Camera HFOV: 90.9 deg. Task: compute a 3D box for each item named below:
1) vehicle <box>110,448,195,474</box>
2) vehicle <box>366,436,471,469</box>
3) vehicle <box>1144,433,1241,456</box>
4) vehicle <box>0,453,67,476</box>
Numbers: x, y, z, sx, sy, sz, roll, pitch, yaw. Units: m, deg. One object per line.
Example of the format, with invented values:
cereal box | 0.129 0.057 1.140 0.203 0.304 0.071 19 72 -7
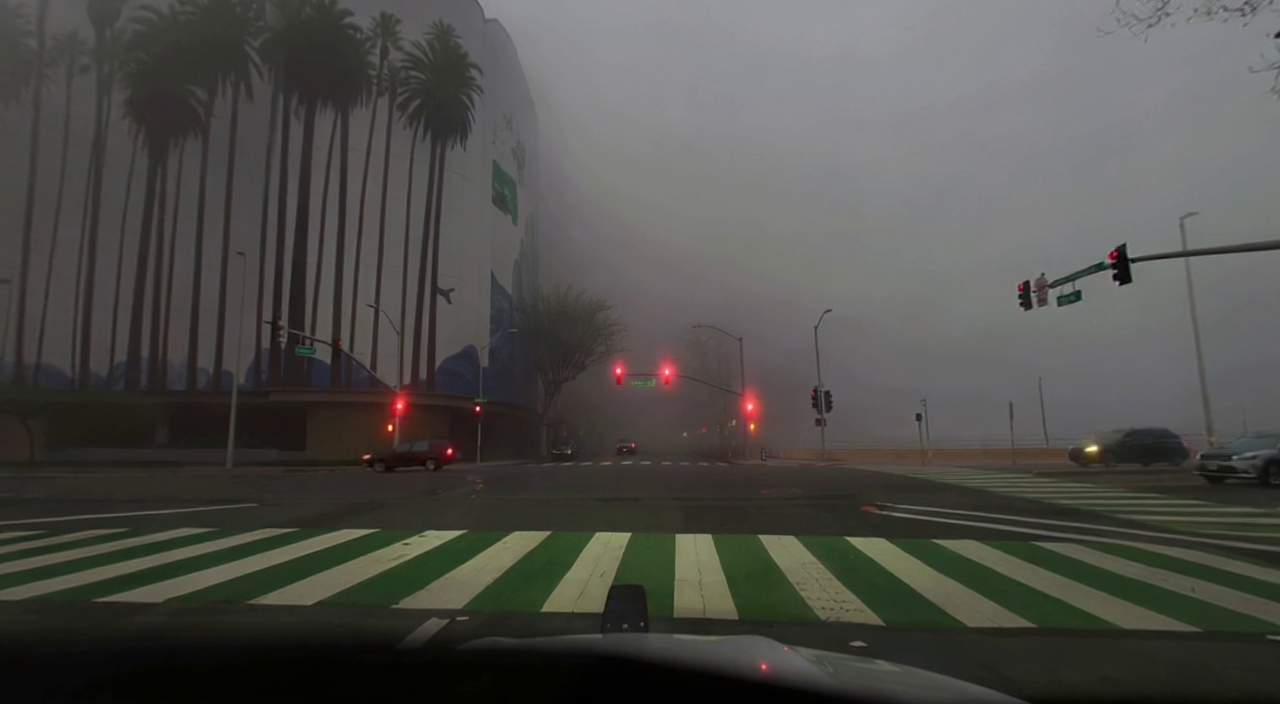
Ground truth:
vehicle | -33.042 7.400 42.774 4.136 1.661 1.857 0 -8 1
vehicle | -13.114 5.962 37.569 5.477 1.880 2.125 0 -8 1
vehicle | 36.129 6.040 41.269 4.606 1.449 1.687 0 -8 2
vehicle | -41.631 7.608 42.796 3.698 1.508 1.779 0 -8 1
